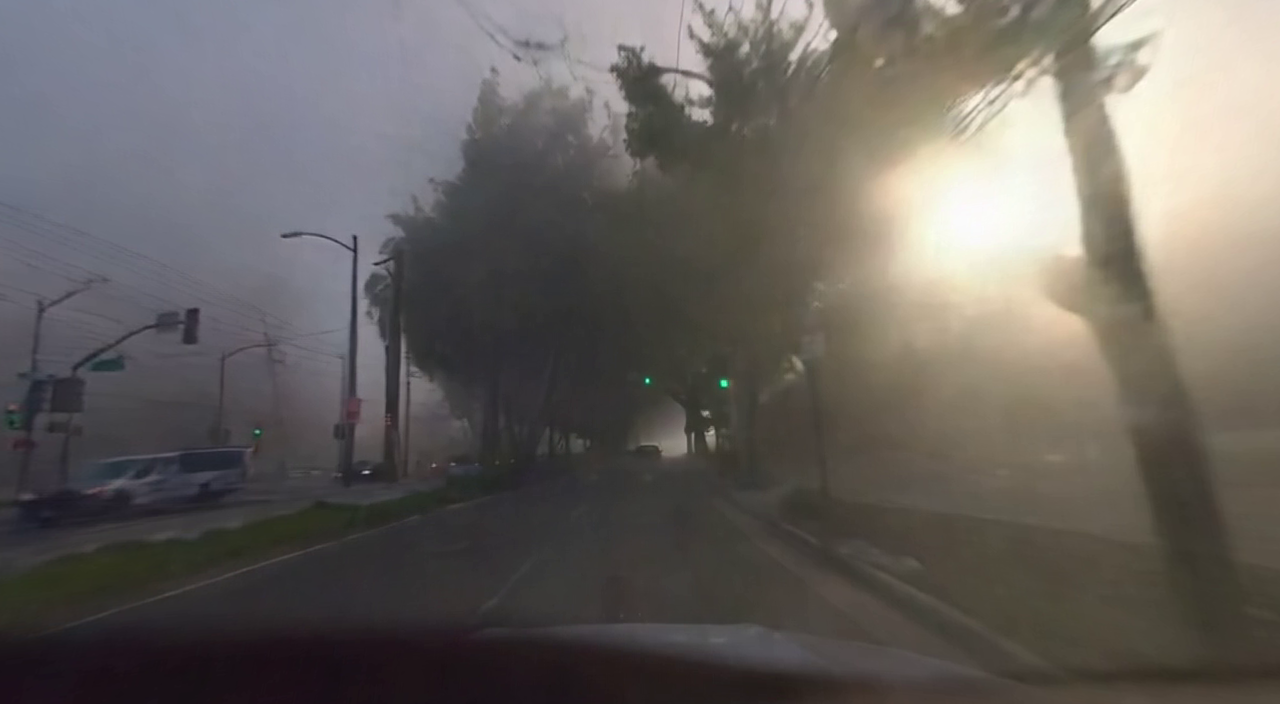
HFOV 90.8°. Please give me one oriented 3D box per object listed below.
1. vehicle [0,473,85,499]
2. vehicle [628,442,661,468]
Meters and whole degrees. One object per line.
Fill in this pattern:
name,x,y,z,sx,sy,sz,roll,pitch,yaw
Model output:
vehicle,-38.208,8.475,39.958,4.303,1.463,1.877,0,-9,-2
vehicle,0.270,6.823,42.029,2.105,1.611,3.750,0,-9,-1
